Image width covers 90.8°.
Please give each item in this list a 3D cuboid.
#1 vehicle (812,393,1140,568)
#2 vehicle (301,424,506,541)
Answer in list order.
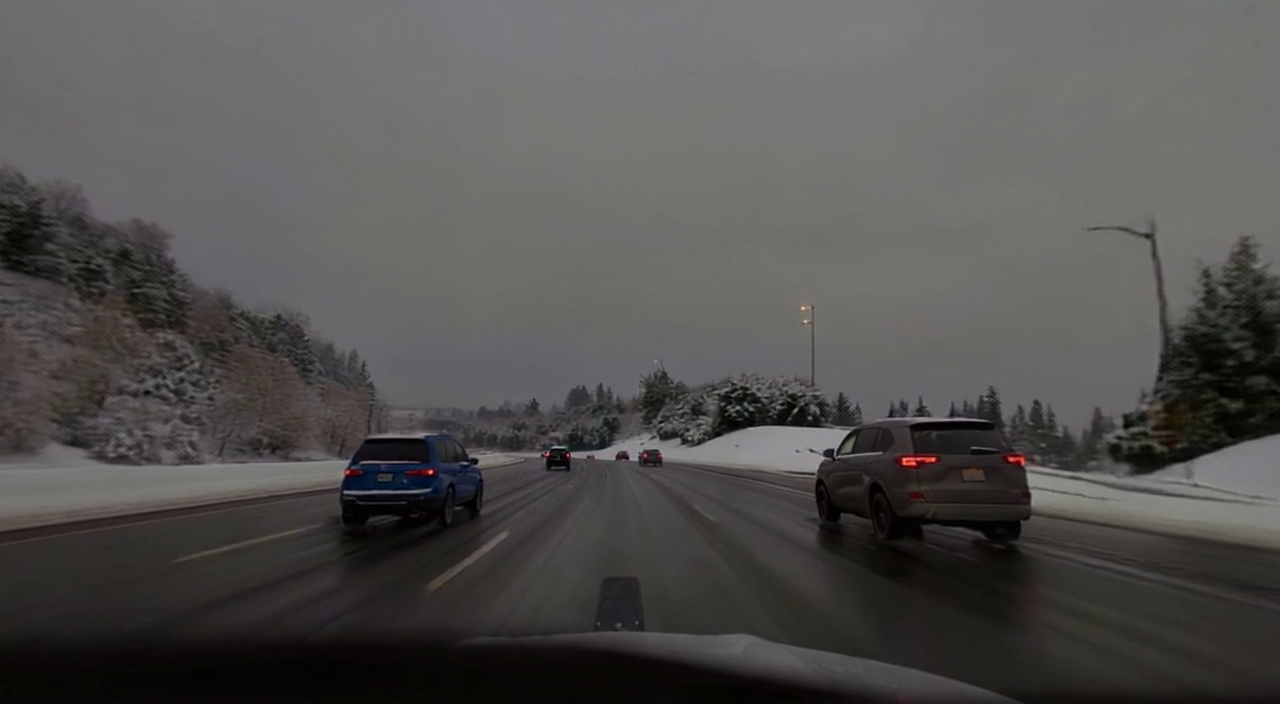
[{"bbox_3d":[4.376,1.779,9.445,2.103,1.903,4.837,0,-9,-2],"label":"vehicle"},{"bbox_3d":[-4.116,2.351,12.058,2.213,1.766,4.598,0,-9,-1],"label":"vehicle"}]
